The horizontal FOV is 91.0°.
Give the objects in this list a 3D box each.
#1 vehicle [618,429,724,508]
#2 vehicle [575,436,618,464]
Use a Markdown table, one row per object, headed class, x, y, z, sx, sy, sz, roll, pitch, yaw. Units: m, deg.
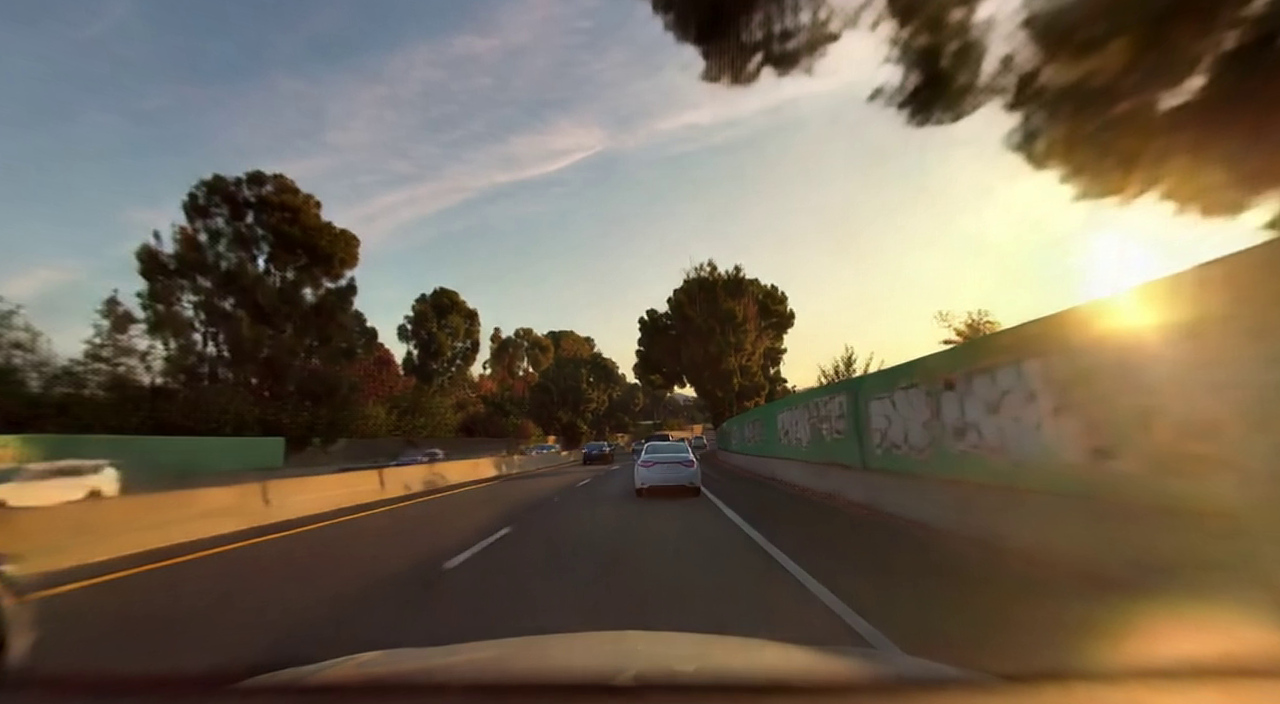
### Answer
| class | x | y | z | sx | sy | sz | roll | pitch | yaw |
| --- | --- | --- | --- | --- | --- | --- | --- | --- | --- |
| vehicle | 0.631 | 2.578 | 14.369 | 2.077 | 1.533 | 3.854 | 0 | -8 | 1 |
| vehicle | -2.554 | 5.898 | 37.967 | 2.105 | 1.571 | 3.727 | -1 | -8 | 3 |
